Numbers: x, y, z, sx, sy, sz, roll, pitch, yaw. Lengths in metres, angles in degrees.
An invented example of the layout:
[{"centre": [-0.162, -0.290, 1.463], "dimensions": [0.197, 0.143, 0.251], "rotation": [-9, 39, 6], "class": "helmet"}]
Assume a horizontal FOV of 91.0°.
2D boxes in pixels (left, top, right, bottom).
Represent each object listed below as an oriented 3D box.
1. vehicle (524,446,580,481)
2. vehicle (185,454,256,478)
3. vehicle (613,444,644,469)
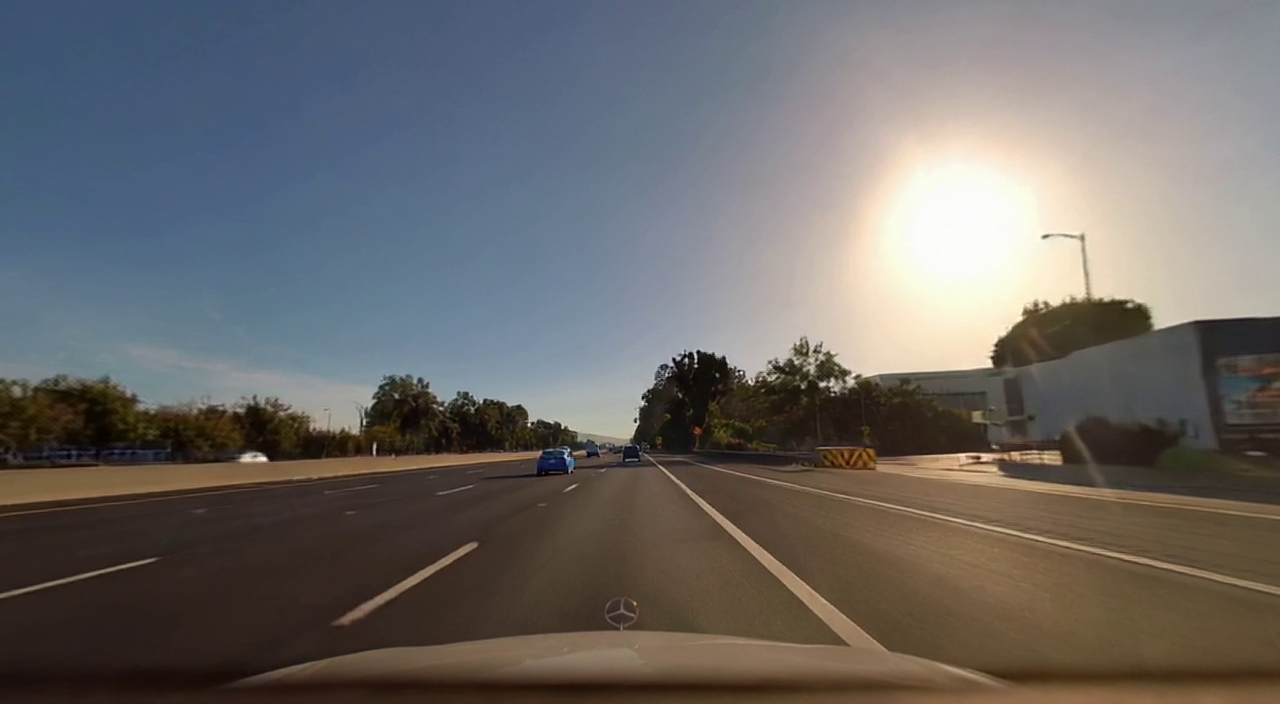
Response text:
[{"centre": [-4.267, 5.485, 31.268], "dimensions": [2.071, 1.553, 4.388], "rotation": [0, -9, 1], "class": "vehicle"}, {"centre": [-29.967, 8.136, 45.141], "dimensions": [1.955, 1.593, 4.483], "rotation": [0, -9, 0], "class": "vehicle"}, {"centre": [-0.779, 7.596, 45.790], "dimensions": [2.102, 1.692, 4.057], "rotation": [0, -9, 1], "class": "vehicle"}]
